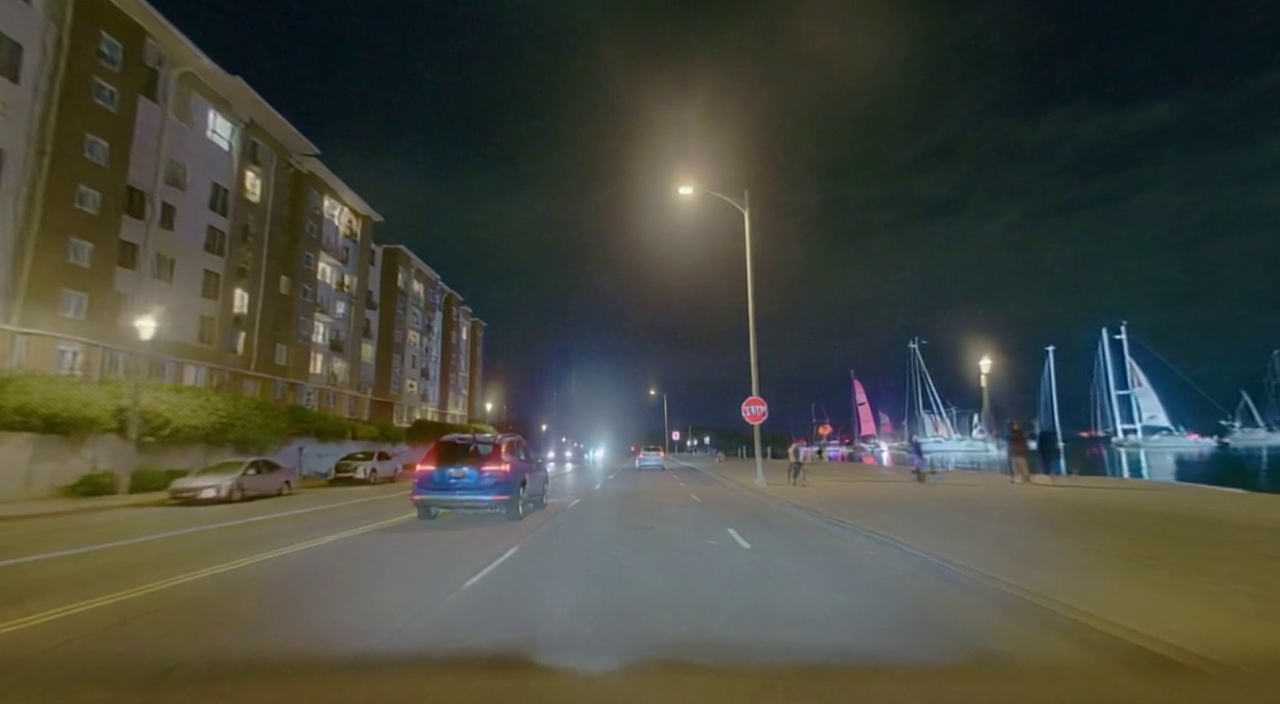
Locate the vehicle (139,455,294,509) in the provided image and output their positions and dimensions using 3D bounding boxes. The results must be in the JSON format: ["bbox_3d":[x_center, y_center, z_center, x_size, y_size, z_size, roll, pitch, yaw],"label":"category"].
[{"bbox_3d":[-13.550,4.147,20.579,1.871,1.463,4.555,-1,-9,1],"label":"vehicle"}]

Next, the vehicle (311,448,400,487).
[{"bbox_3d":[-13.442,5.449,30.130,2.117,1.703,4.373,-1,-9,2],"label":"vehicle"}]

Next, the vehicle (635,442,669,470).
[{"bbox_3d":[0.747,6.629,40.316,2.057,1.624,3.726,-1,-9,1],"label":"vehicle"}]

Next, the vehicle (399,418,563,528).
[{"bbox_3d":[-2.982,2.406,13.097,2.082,1.817,4.724,-1,-9,1],"label":"vehicle"}]

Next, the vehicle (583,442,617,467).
[{"bbox_3d":[-2.874,7.455,45.919,2.056,1.680,4.205,-1,-9,2],"label":"vehicle"}]
